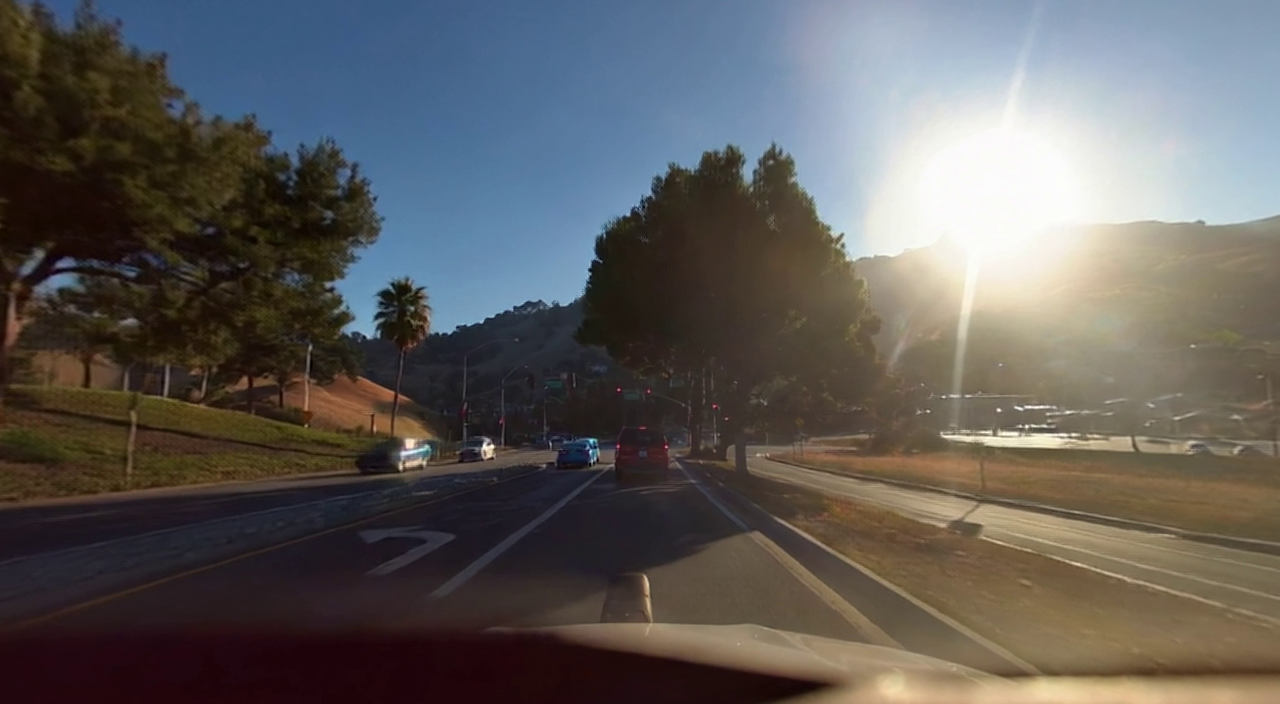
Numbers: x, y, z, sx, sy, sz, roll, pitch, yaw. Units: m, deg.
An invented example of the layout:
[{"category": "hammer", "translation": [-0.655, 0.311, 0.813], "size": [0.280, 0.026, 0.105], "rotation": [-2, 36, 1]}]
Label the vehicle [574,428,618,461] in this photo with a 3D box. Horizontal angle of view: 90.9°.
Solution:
[{"category": "vehicle", "translation": [-2.480, 5.346, 36.550], "size": [2.131, 1.783, 4.540], "rotation": [0, -8, 1]}]

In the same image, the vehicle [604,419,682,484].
[{"category": "vehicle", "translation": [0.105, 3.117, 19.942], "size": [2.185, 1.822, 4.391], "rotation": [0, -8, 1]}]

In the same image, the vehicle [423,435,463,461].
[{"category": "vehicle", "translation": [-12.020, 5.898, 38.731], "size": [1.991, 1.469, 4.596], "rotation": [2, -9, -13]}]
